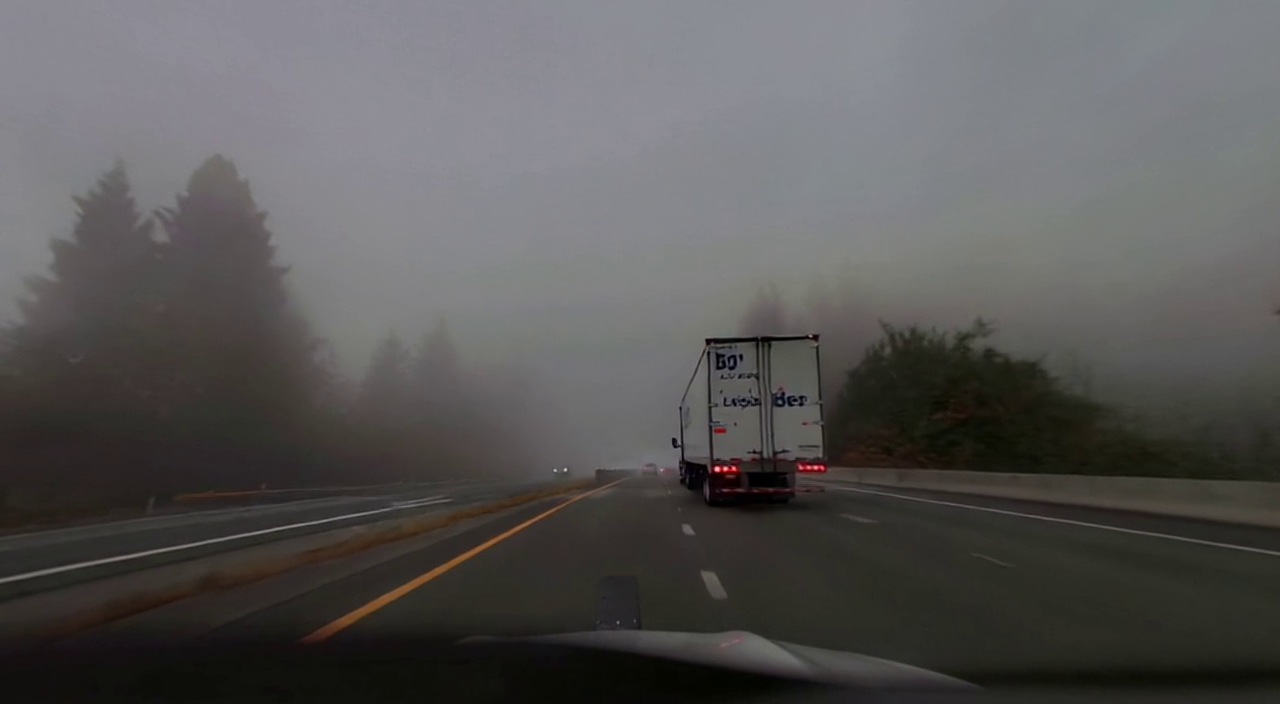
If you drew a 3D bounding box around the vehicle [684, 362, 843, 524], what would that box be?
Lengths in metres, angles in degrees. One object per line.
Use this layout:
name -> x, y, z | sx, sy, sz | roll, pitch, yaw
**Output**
vehicle -> 3.709, 3.630, 24.598 | 3.537, 4.071, 17.399 | -1, -9, 3
